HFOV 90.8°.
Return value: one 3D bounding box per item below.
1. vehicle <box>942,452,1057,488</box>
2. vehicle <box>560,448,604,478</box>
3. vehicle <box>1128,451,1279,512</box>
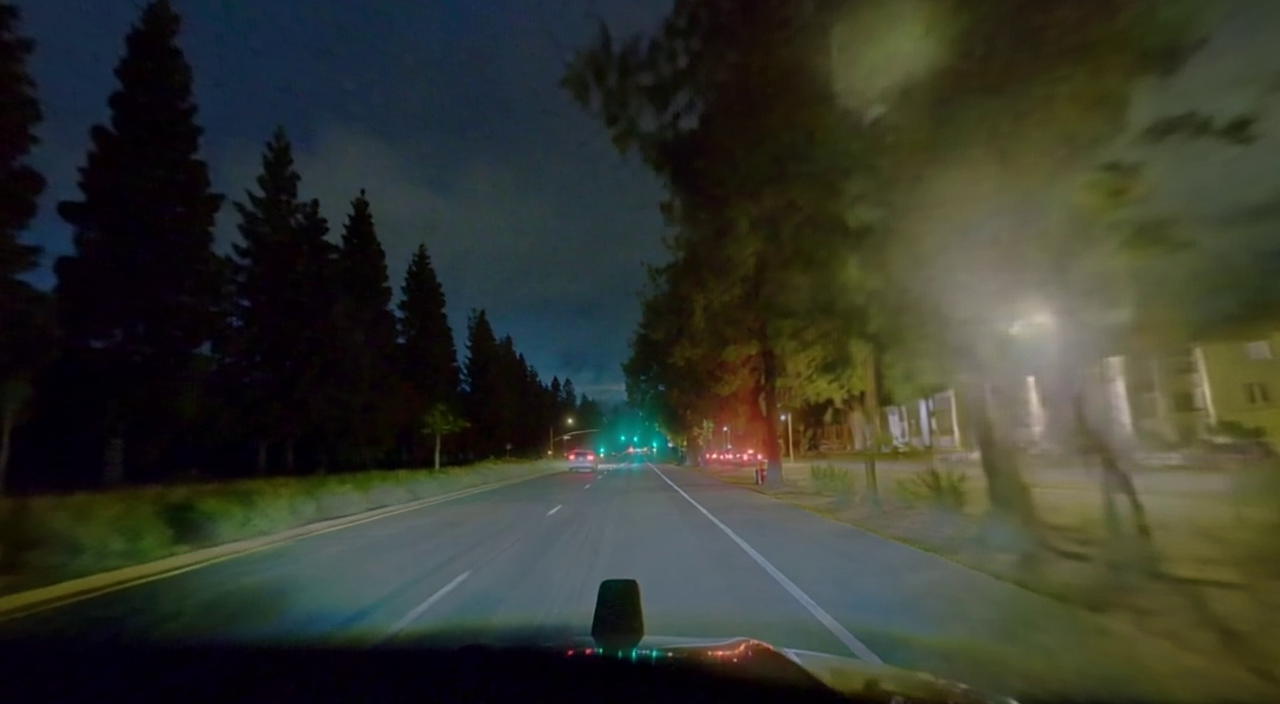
[{"bbox_3d":[16.270,5.316,28.680,4.226,1.499,1.943,2,-9,-12],"label":"vehicle"},{"bbox_3d":[-3.203,6.202,35.562,2.030,1.550,3.925,0,-9,1],"label":"vehicle"},{"bbox_3d":[16.906,3.663,18.195,4.182,1.561,2.000,1,-9,-8],"label":"vehicle"}]
